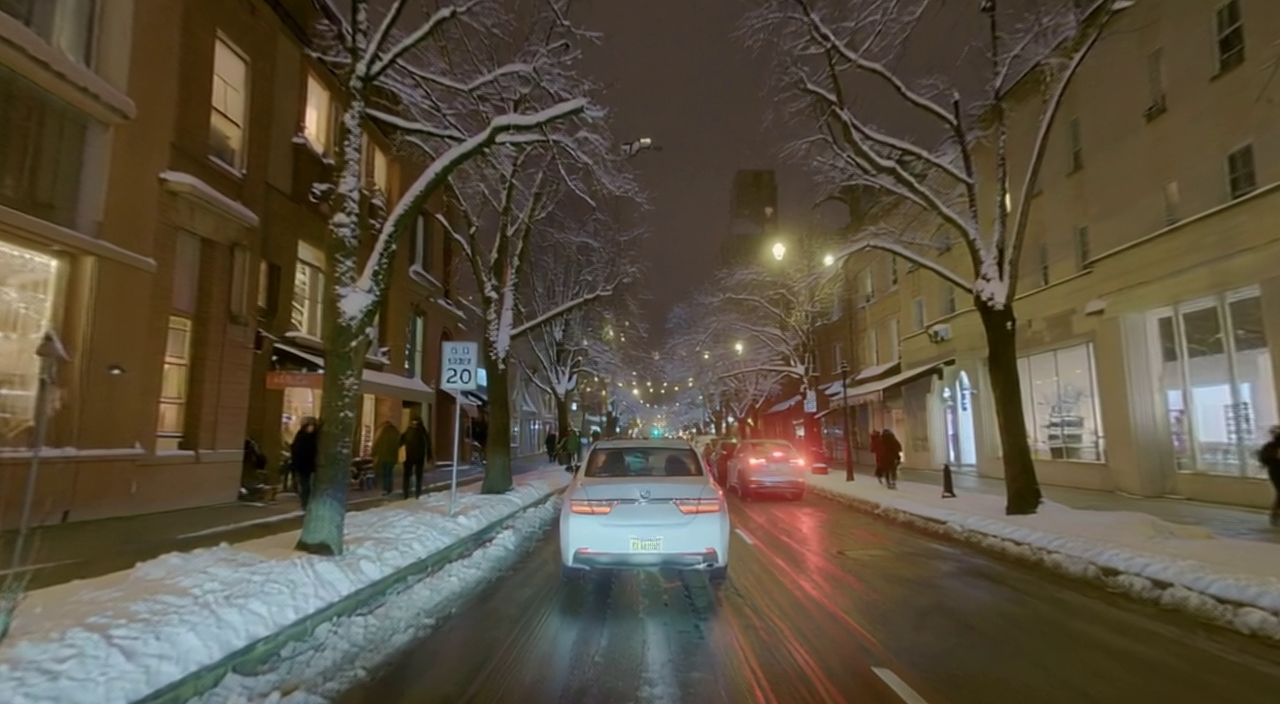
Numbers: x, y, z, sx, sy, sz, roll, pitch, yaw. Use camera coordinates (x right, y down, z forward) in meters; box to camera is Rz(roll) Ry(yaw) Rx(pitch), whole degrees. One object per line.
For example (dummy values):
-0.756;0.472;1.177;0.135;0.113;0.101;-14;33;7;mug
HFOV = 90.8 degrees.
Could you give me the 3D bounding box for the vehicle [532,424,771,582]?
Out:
0.086;1.742;8.119;2.261;1.474;4.130;0;-8;-1;vehicle
